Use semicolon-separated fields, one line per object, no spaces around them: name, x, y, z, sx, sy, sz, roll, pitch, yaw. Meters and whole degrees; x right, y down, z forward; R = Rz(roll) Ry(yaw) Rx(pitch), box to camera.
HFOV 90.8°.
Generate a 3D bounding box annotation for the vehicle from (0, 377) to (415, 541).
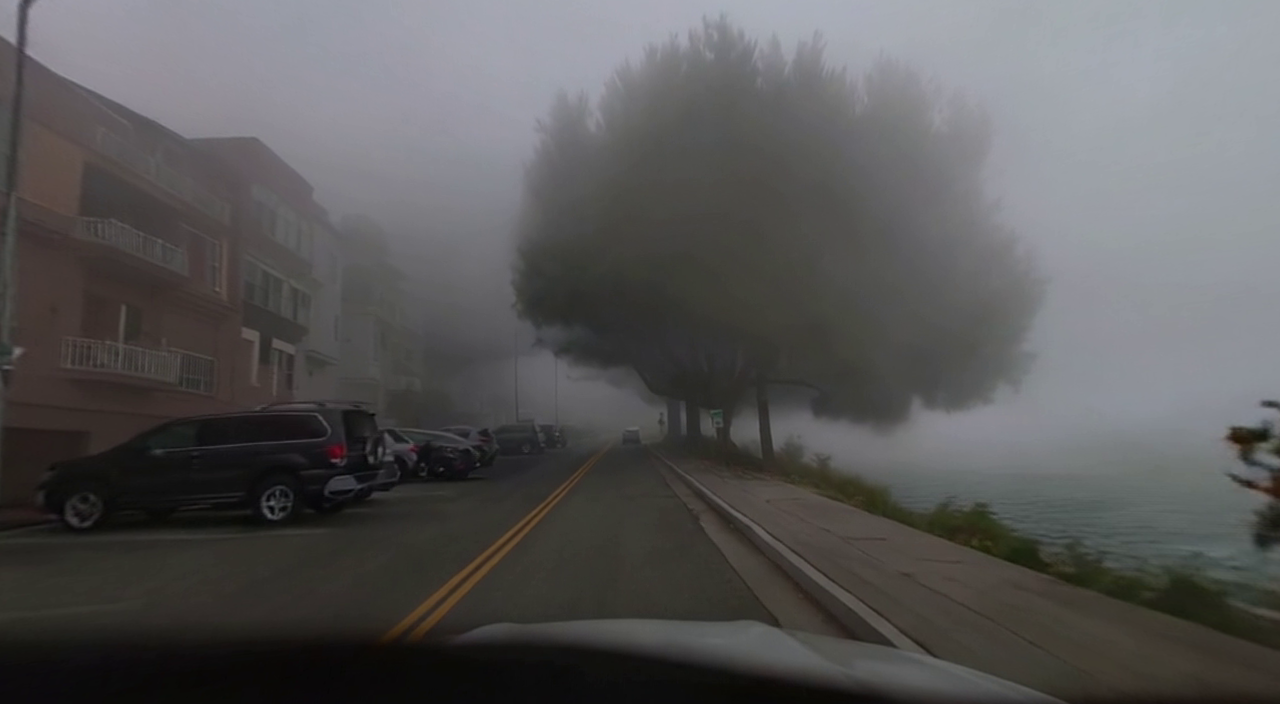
vehicle;-7.238;1.808;11.142;5.592;2.439;2.515;-1;-7;-1
